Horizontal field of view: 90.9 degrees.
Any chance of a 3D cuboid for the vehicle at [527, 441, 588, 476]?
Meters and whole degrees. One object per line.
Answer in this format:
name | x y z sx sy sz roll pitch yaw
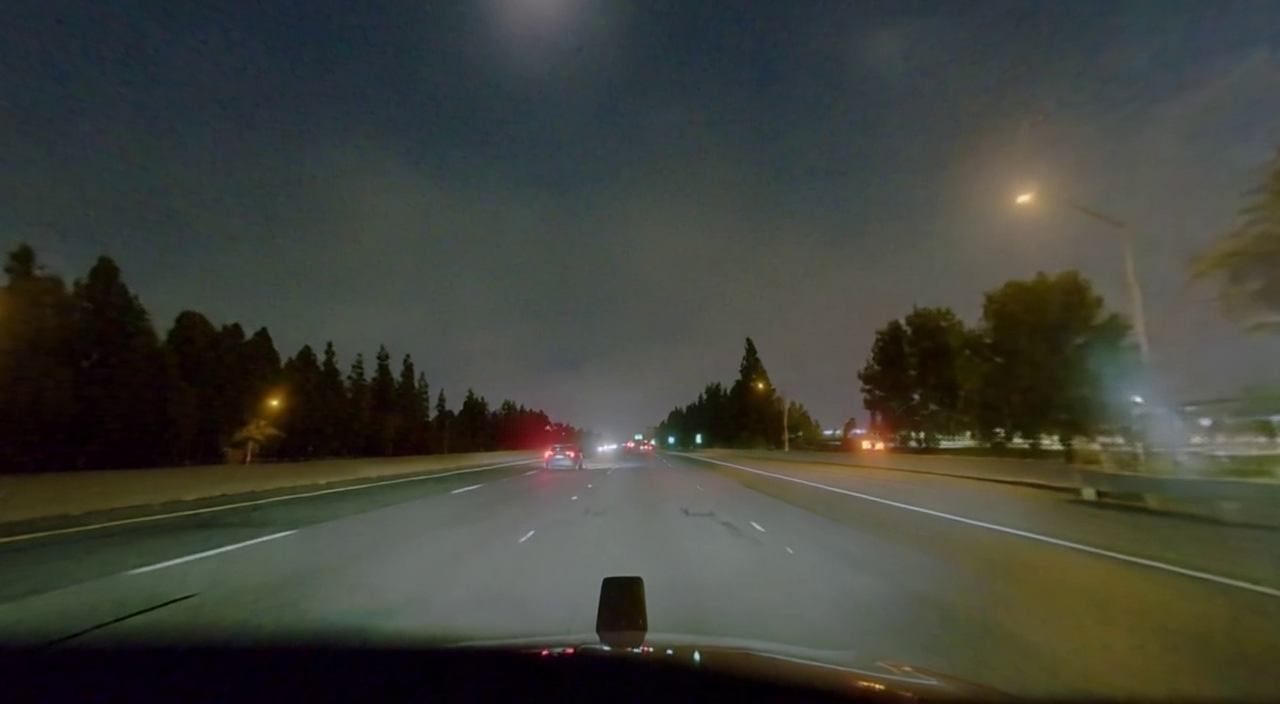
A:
vehicle | -3.673 4.814 28.824 2.128 1.450 4.078 0 -8 1
